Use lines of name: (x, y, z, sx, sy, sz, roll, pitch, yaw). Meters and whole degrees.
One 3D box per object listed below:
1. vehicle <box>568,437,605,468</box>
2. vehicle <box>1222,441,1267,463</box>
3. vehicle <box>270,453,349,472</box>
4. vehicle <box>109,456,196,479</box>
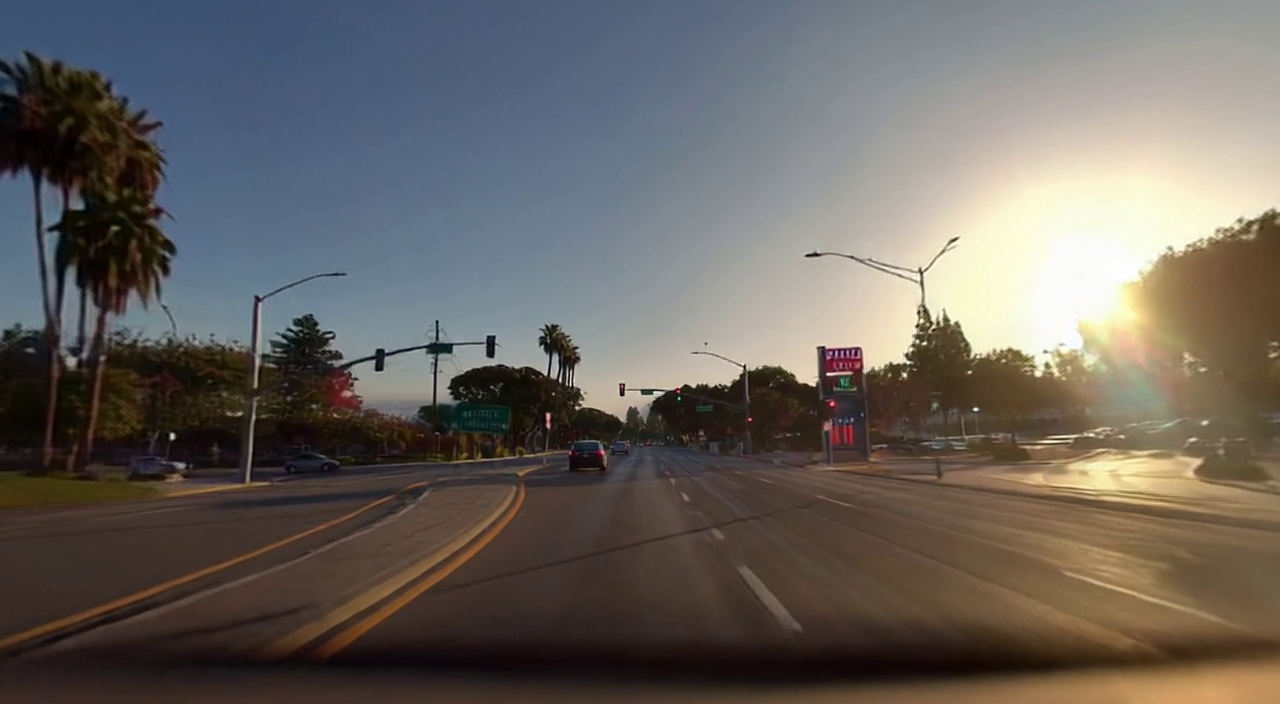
vehicle: (-3.019, 5.740, 36.213, 1.990, 1.639, 3.885, 0, -8, -4)
vehicle: (41.343, 6.842, 43.277, 1.821, 1.442, 3.914, -7, -11, 39)
vehicle: (-25.016, 8.370, 47.945, 4.854, 1.406, 2.060, 0, -8, 1)
vehicle: (-34.451, 8.164, 44.716, 4.567, 1.460, 1.917, 0, -8, 0)
